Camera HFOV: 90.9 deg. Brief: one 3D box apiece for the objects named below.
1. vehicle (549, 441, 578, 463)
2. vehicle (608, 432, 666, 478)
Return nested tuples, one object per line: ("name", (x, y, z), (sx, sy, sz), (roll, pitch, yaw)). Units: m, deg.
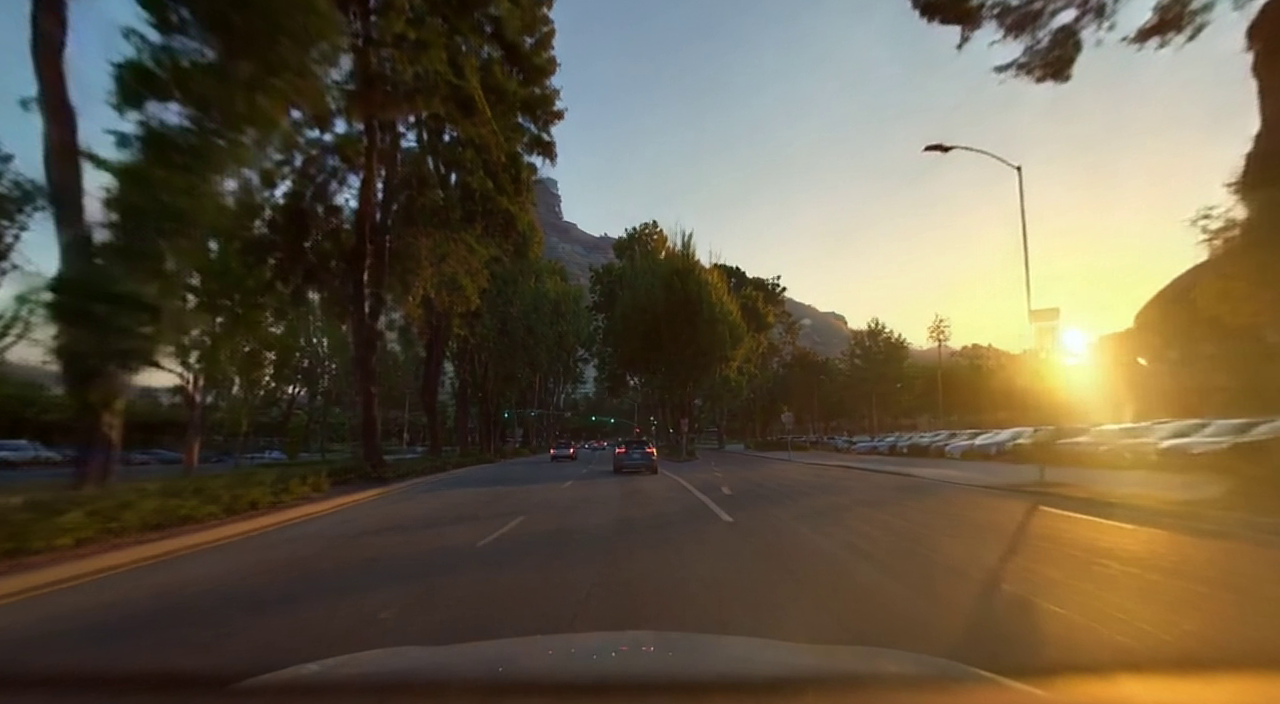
("vehicle", (-5.776, 7.531, 47.685), (1.950, 1.563, 3.727), (0, -9, -4))
("vehicle", (-0.152, 4.112, 25.328), (2.135, 1.691, 3.884), (0, -9, -1))
